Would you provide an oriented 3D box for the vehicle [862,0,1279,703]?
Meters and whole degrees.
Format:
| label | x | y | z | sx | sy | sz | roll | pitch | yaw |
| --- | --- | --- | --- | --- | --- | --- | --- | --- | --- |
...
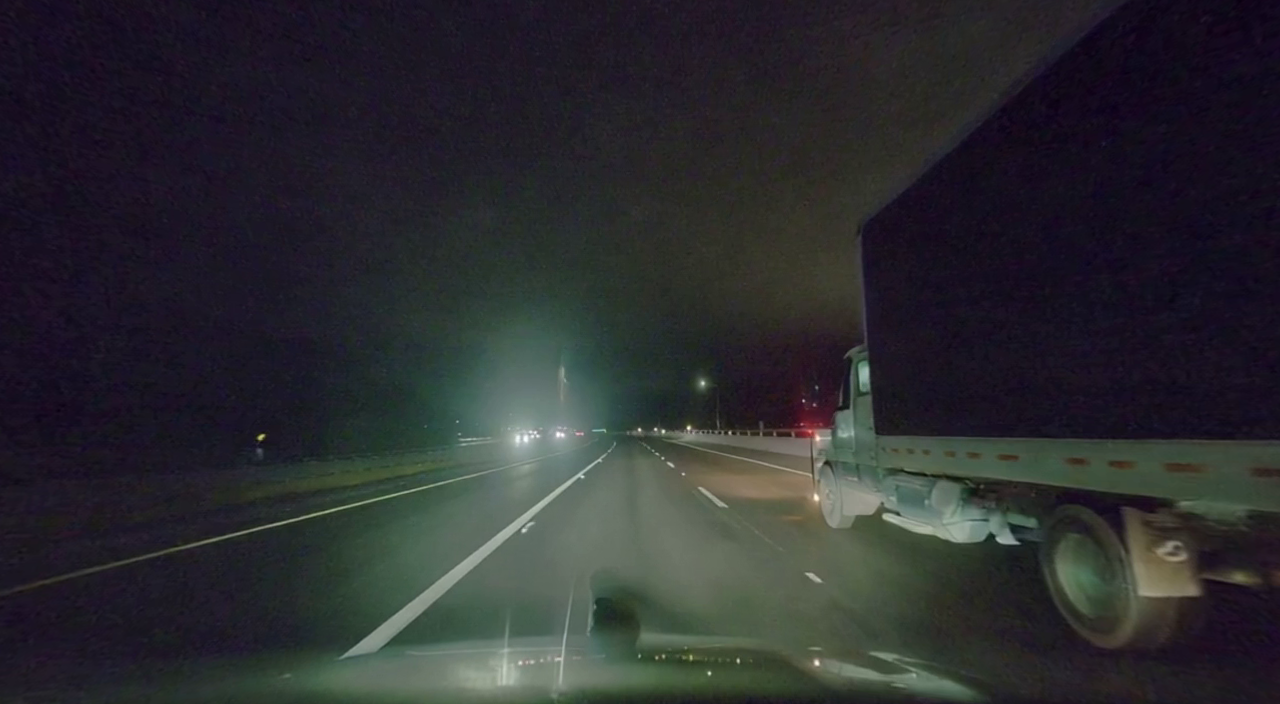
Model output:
| label | x | y | z | sx | sy | sz | roll | pitch | yaw |
| --- | --- | --- | --- | --- | --- | --- | --- | --- | --- |
| vehicle | 4.449 | -0.302 | 2.164 | 2.996 | 3.849 | 11.108 | 0 | -8 | -2 |
